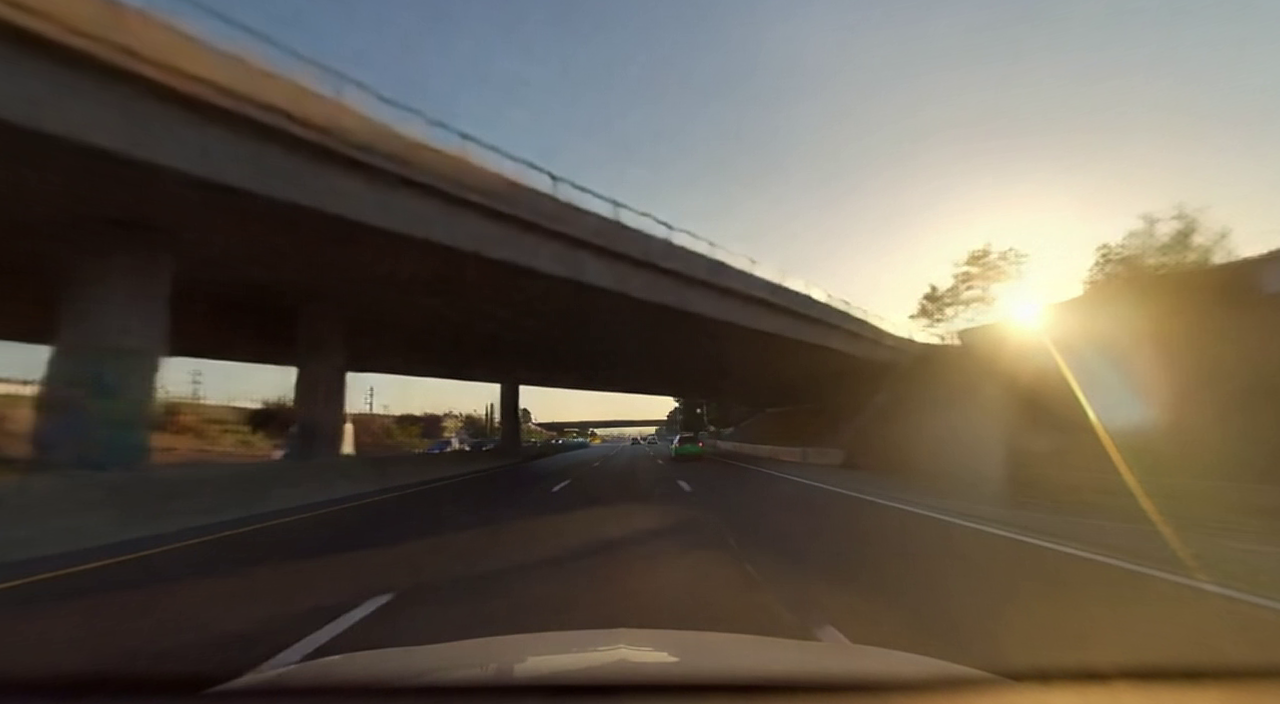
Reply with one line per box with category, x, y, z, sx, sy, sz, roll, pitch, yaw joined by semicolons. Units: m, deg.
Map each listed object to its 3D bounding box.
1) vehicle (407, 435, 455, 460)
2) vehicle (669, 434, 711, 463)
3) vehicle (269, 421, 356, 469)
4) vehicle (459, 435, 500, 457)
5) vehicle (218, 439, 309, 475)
vehicle;-16.458;7.530;49.811;2.095;1.909;4.829;0;-8;0
vehicle;2.688;5.295;34.610;1.946;1.481;3.969;0;-8;-1
vehicle;-20.151;5.744;39.030;2.376;2.740;5.159;0;-8;2
vehicle;-12.241;7.182;48.180;1.949;1.556;4.350;0;-8;1
vehicle;-19.991;5.565;33.673;1.961;1.737;4.623;0;-8;0
